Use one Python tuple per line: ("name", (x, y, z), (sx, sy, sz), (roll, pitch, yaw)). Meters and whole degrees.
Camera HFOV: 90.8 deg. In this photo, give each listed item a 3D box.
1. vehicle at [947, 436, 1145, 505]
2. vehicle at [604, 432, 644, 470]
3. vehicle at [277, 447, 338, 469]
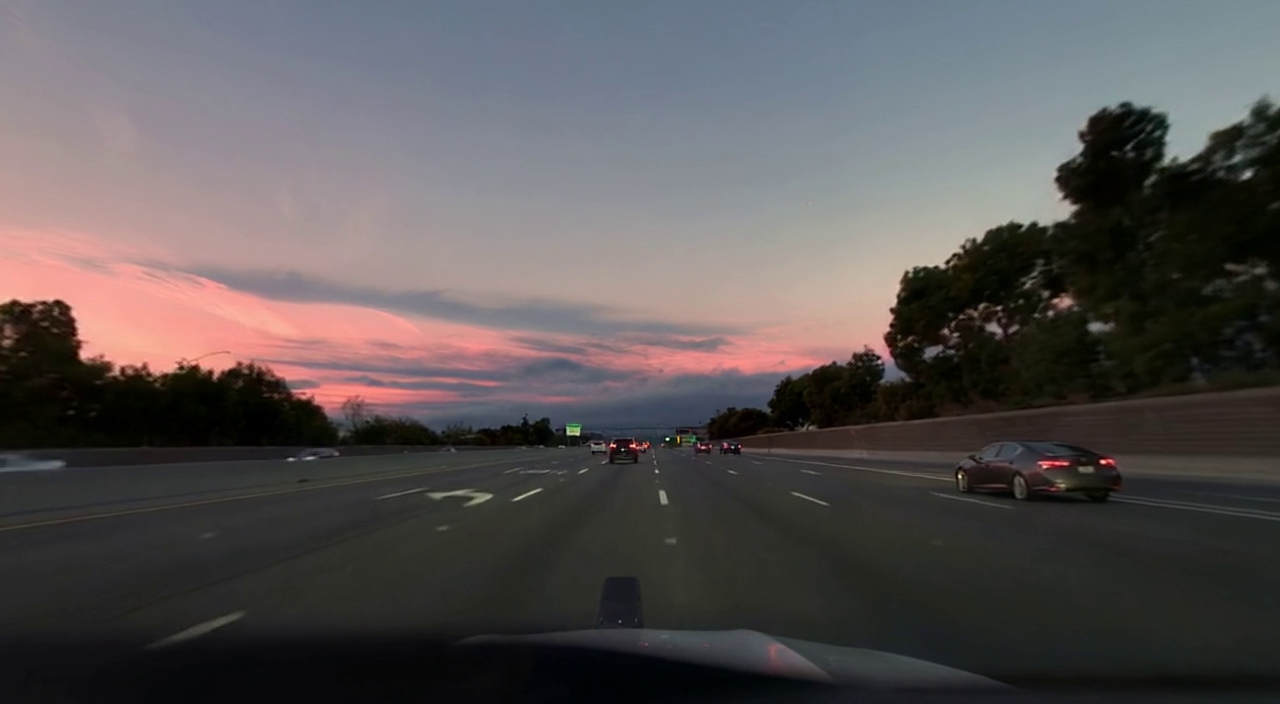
("vehicle", (9.642, 2.824, 15.546), (1.900, 1.432, 4.519), (0, -8, 1))
("vehicle", (-0.787, 5.241, 33.545), (1.893, 1.827, 4.513), (0, -8, 1))
("vehicle", (-24.749, 7.868, 47.138), (2.015, 1.562, 4.554), (0, -8, 1))
